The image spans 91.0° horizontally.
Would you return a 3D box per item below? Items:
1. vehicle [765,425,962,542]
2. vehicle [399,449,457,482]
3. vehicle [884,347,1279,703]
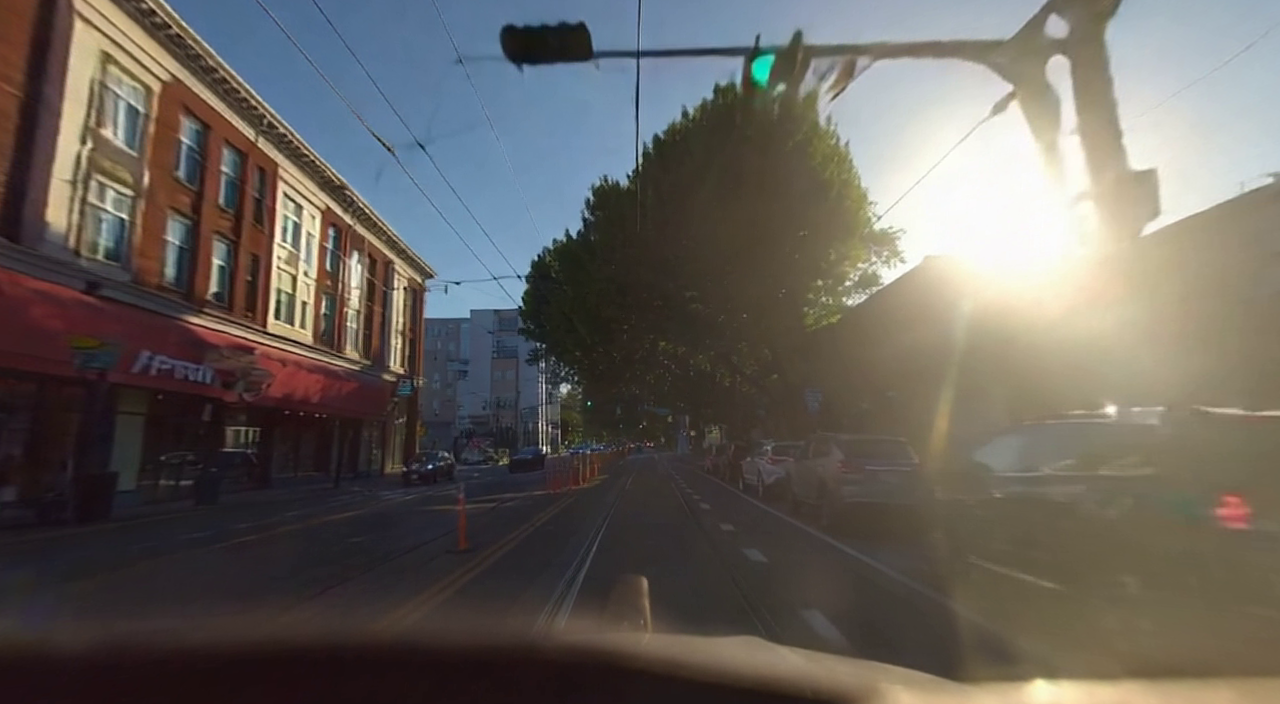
[{"bbox_3d":[3.522,2.136,10.873,1.903,1.596,4.144,-1,-8,1],"label":"vehicle"},{"bbox_3d":[-10.185,5.438,30.452,1.877,1.430,3.712,1,-8,-7],"label":"vehicle"},{"bbox_3d":[3.638,1.107,4.594,1.941,1.671,4.264,-1,-8,0],"label":"vehicle"}]
